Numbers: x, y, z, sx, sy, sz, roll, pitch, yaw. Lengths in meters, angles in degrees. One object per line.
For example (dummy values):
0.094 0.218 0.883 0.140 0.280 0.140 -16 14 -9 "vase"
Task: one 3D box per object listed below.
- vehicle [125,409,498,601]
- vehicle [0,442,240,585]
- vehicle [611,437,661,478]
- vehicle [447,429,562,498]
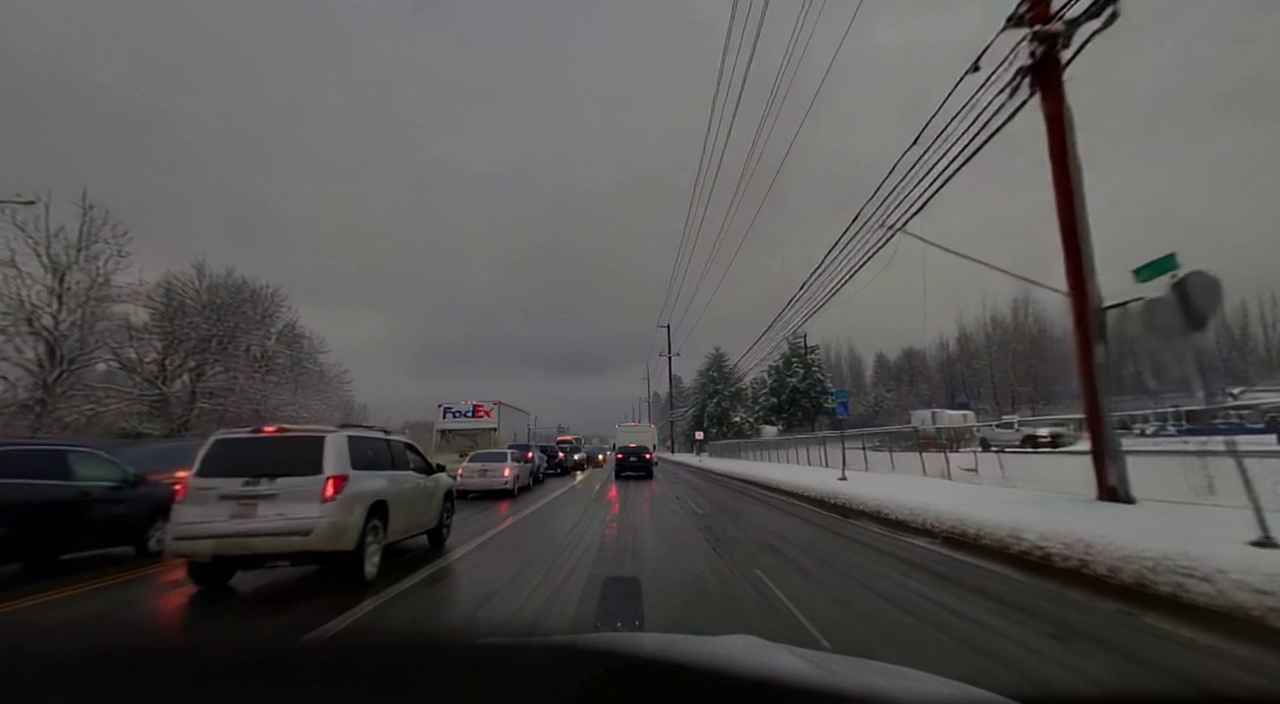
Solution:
-3.453 1.707 8.067 2.057 1.673 4.934 0 -8 1 "vehicle"
-7.676 1.894 7.964 1.909 1.473 5.050 0 -8 0 "vehicle"
-0.207 4.706 28.275 2.055 1.671 4.147 0 -8 -1 "vehicle"
-3.896 3.317 19.141 2.263 1.803 4.868 0 -8 2 "vehicle"
